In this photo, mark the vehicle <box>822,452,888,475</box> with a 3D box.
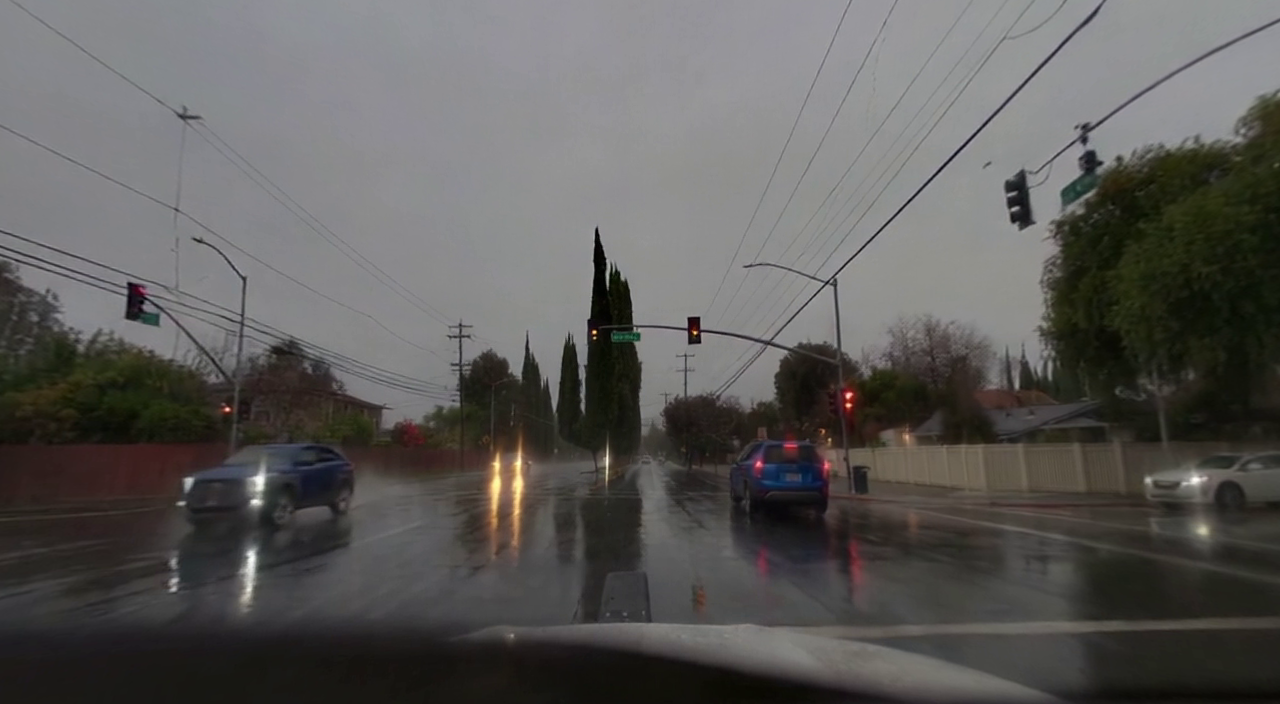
[{"bbox_3d":[15.586,8.099,45.857,4.135,1.558,1.929,0,-8,3],"label":"vehicle"}]

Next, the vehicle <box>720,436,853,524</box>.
[{"bbox_3d":[3.437,3.101,15.920,2.144,1.843,4.827,0,-9,0],"label":"vehicle"}]

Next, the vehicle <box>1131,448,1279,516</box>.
[{"bbox_3d":[16.127,3.344,16.530,4.596,1.637,2.172,0,-9,0],"label":"vehicle"}]

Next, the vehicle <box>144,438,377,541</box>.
[{"bbox_3d":[-7.224,2.624,12.679,1.981,1.689,4.233,0,-9,1],"label":"vehicle"}]
